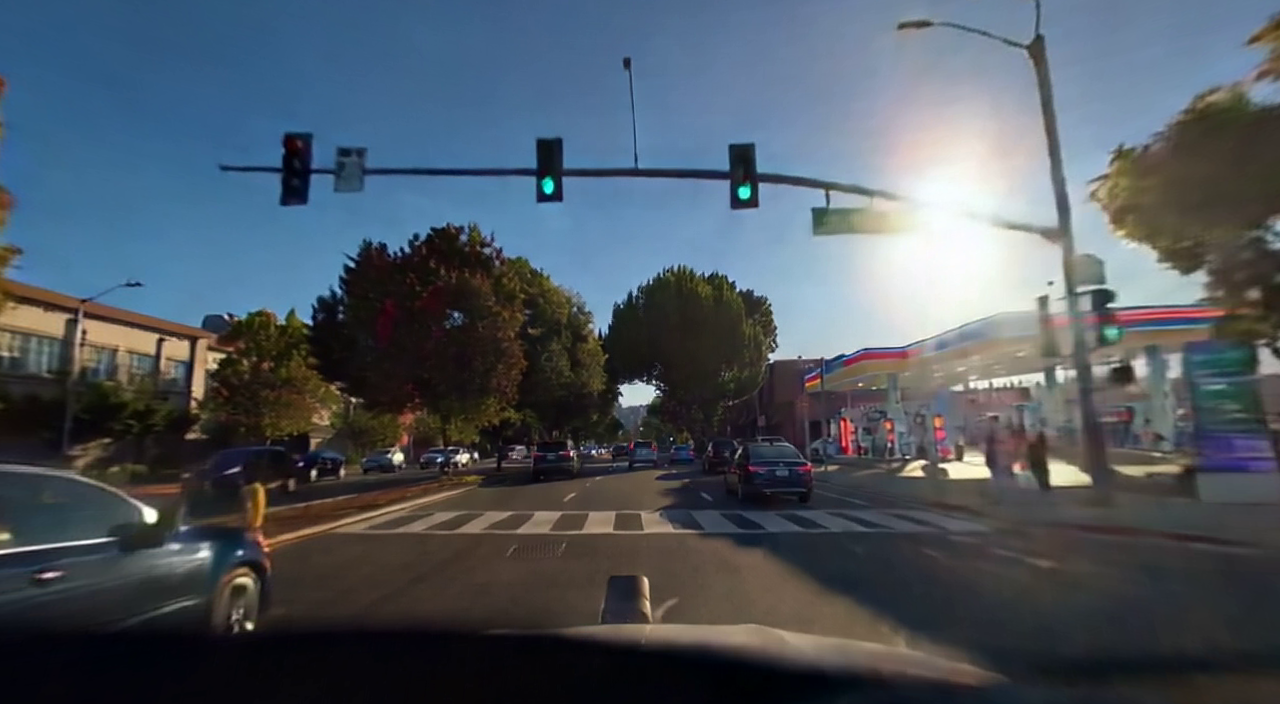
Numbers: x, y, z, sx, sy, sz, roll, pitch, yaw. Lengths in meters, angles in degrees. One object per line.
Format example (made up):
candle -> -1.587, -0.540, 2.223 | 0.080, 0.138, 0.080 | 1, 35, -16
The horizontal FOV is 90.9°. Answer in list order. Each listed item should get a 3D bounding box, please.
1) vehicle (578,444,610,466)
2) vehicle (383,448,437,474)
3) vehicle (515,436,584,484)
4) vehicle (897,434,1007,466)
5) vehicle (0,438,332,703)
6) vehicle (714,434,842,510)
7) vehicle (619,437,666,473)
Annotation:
vehicle -> -3.204, 7.223, 44.500 | 1.901, 1.483, 4.372 | 0, -8, 0
vehicle -> -15.116, 7.153, 41.642 | 1.905, 1.613, 4.331 | 0, -8, 1
vehicle -> -3.323, 4.047, 23.929 | 1.988, 1.645, 3.995 | 0, -8, 1
vehicle -> 16.579, 5.236, 33.775 | 1.860, 1.587, 4.949 | 5, -10, -30
vehicle -> -3.310, 1.011, 2.377 | 2.013, 1.354, 4.393 | 0, -8, 1
vehicle -> 3.057, 2.765, 15.022 | 1.919, 1.502, 4.572 | 0, -8, -1
vehicle -> 0.105, 5.182, 31.760 | 2.192, 1.674, 4.124 | 0, -8, 0
